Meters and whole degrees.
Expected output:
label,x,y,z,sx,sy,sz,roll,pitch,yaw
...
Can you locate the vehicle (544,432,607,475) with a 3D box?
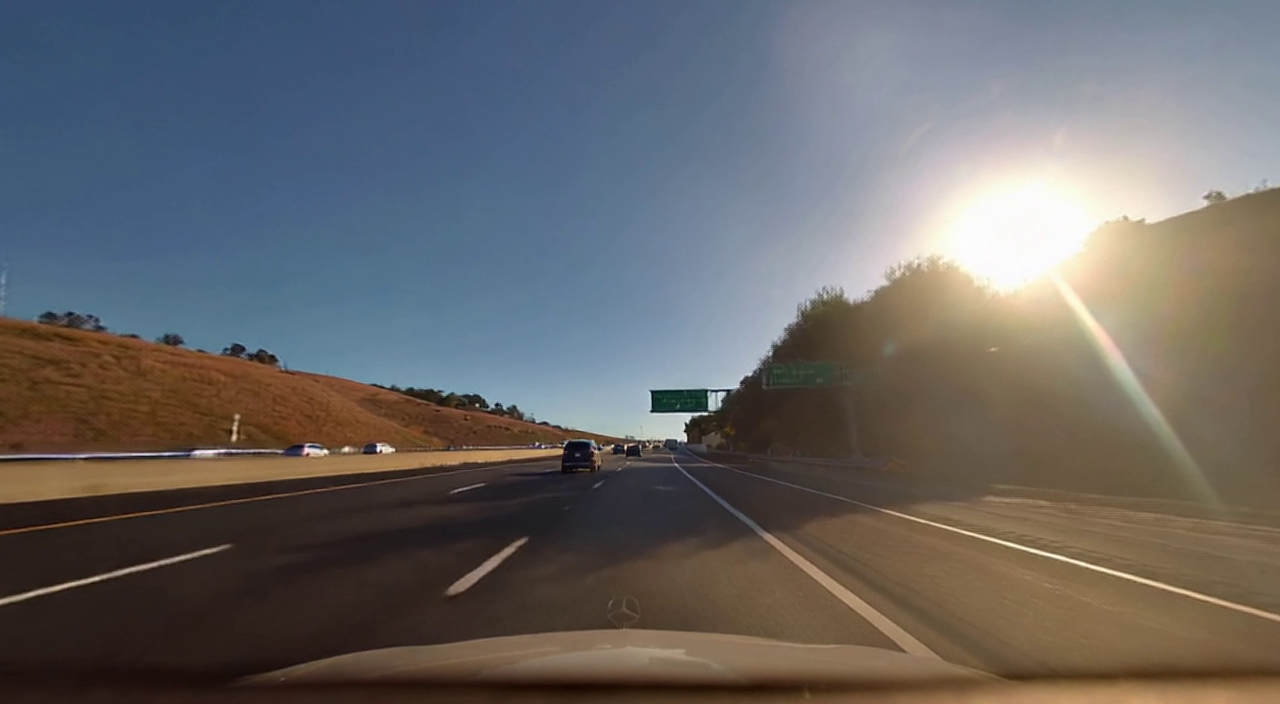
label,x,y,z,sx,sy,sz,roll,pitch,yaw
vehicle,-3.071,4.993,31.086,2.413,1.896,5.218,-1,-8,2
